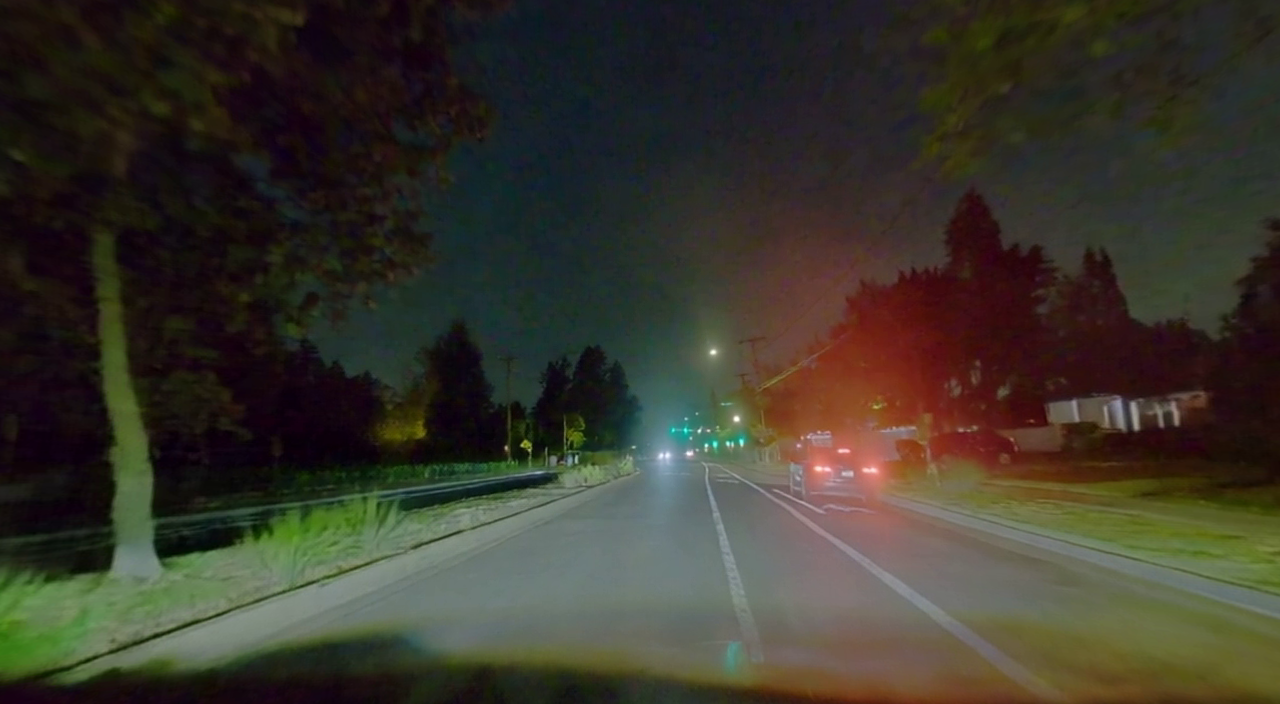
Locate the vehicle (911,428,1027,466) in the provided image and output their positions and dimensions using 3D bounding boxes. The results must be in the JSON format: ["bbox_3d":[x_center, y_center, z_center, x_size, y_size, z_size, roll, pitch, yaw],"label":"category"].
[{"bbox_3d":[13.812,4.024,26.672,3.827,1.512,1.855,-1,-8,5],"label":"vehicle"}]

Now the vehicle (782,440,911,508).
[{"bbox_3d":[5.224,3.119,16.712,1.979,1.524,4.578,0,-8,2],"label":"vehicle"}]
